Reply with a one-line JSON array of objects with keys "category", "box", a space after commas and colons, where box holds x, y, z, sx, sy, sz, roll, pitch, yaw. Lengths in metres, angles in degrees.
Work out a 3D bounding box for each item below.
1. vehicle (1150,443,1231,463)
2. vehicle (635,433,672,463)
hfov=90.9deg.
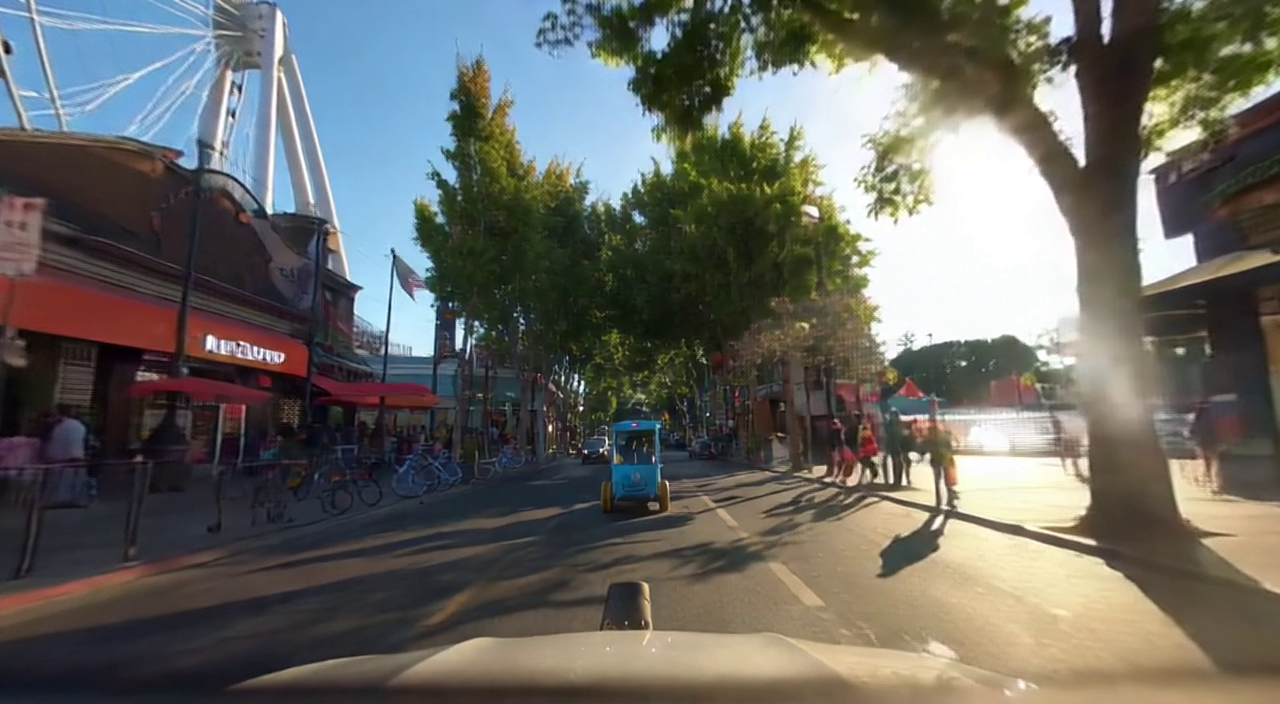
[{"category": "vehicle", "box": [41.711, 7.653, 47.844, 4.120, 1.445, 1.893, -2, -8, 10]}, {"category": "vehicle", "box": [0.838, 6.087, 39.928, 2.221, 1.773, 4.228, -1, -8, 1]}]
